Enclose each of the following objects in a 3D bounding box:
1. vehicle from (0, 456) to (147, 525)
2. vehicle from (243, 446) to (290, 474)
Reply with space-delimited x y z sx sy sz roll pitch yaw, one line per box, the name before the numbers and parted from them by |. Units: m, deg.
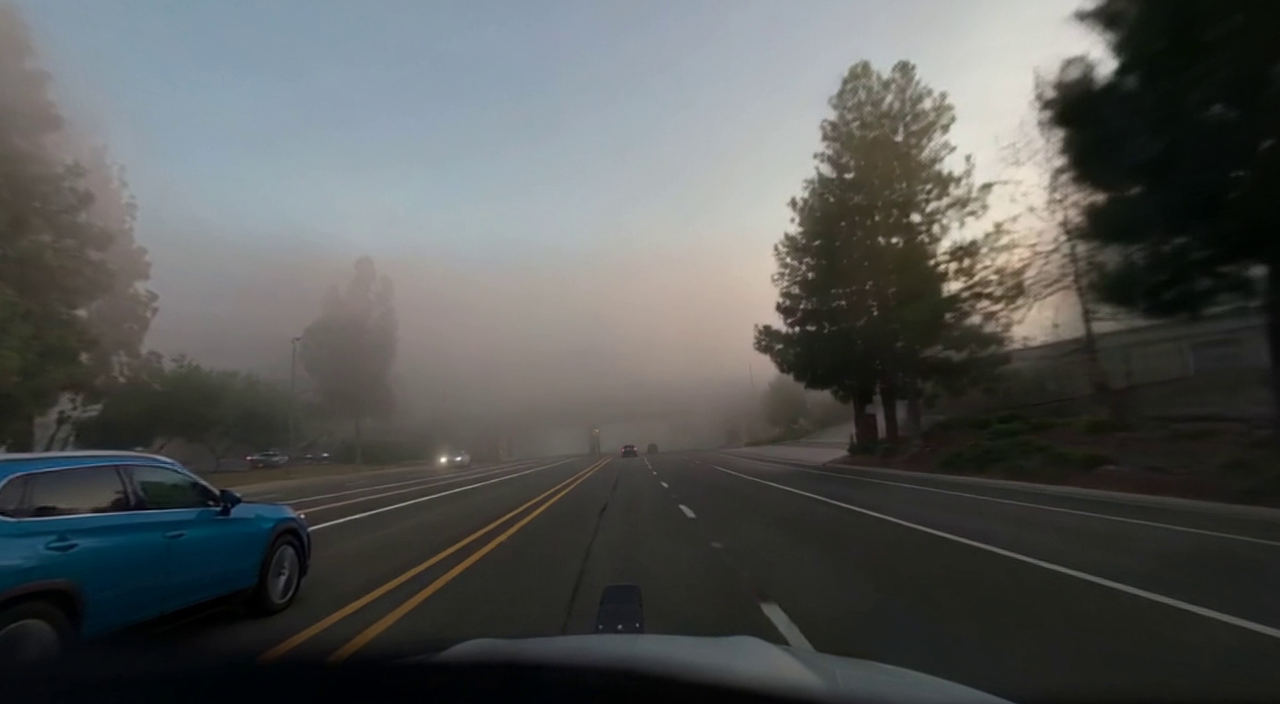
vehicle | -16.699 3.768 17.756 1.861 1.618 4.731 0 -9 -1
vehicle | -28.978 8.342 49.199 2.199 1.959 5.771 3 -9 -22
